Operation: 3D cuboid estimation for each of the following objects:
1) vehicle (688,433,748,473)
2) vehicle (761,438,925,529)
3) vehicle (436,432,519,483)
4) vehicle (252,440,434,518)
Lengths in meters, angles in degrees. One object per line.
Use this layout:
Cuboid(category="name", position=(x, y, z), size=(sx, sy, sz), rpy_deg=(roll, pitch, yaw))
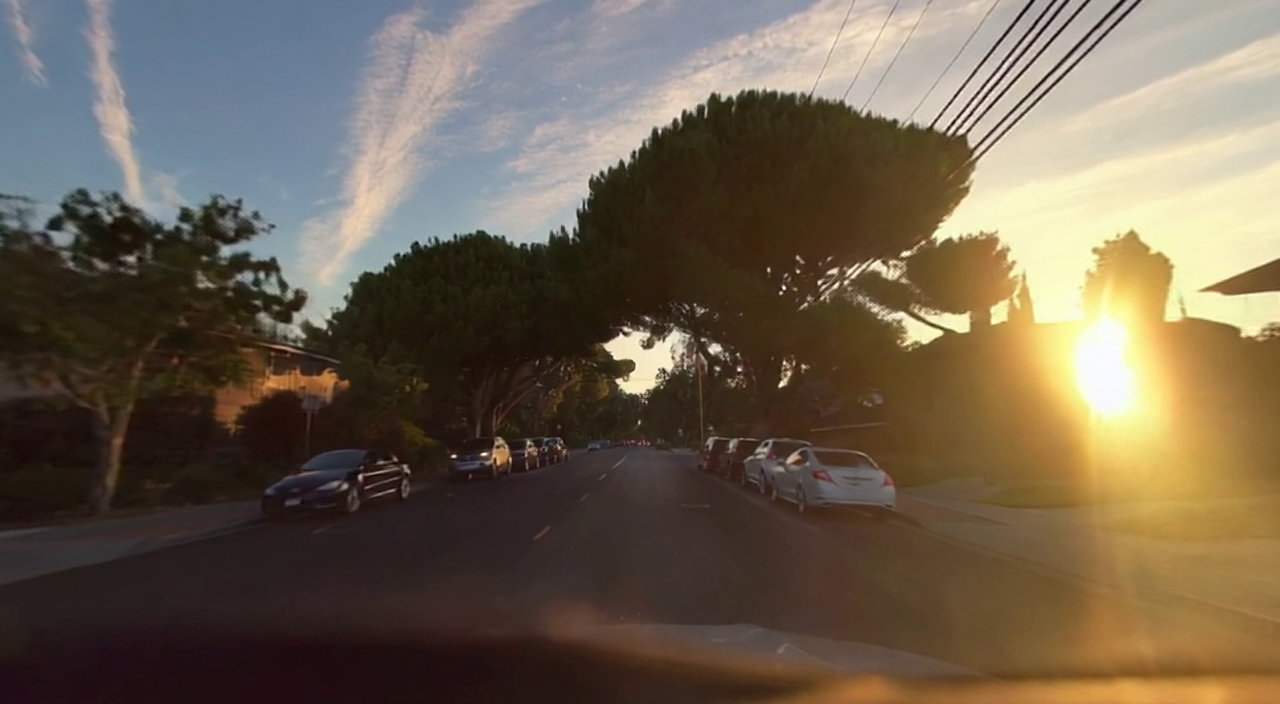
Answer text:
Cuboid(category="vehicle", position=(3.672, 4.899, 30.870), size=(2.178, 1.757, 5.495), rpy_deg=(1, -8, -1))
Cuboid(category="vehicle", position=(3.683, 2.434, 12.385), size=(1.763, 1.432, 4.323), rpy_deg=(1, -8, 0))
Cuboid(category="vehicle", position=(-6.301, 4.155, 25.079), size=(2.031, 1.799, 4.587), rpy_deg=(0, -8, 0))
Cuboid(category="vehicle", position=(-6.424, 2.763, 14.341), size=(2.031, 1.454, 4.410), rpy_deg=(1, -8, -1))
